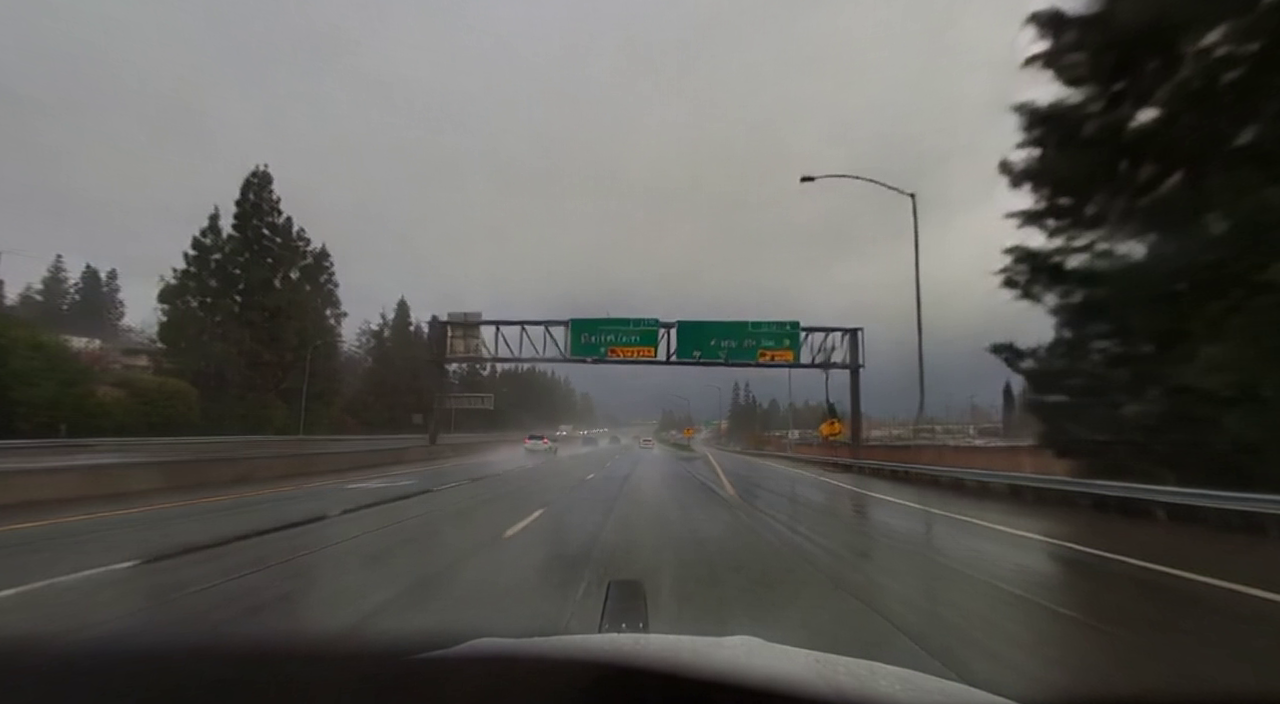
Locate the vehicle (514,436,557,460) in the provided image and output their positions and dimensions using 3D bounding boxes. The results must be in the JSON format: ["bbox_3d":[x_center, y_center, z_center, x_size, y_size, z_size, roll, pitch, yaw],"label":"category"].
[{"bbox_3d":[-7.081,6.563,43.221,2.025,1.494,4.495,0,-8,1],"label":"vehicle"}]
